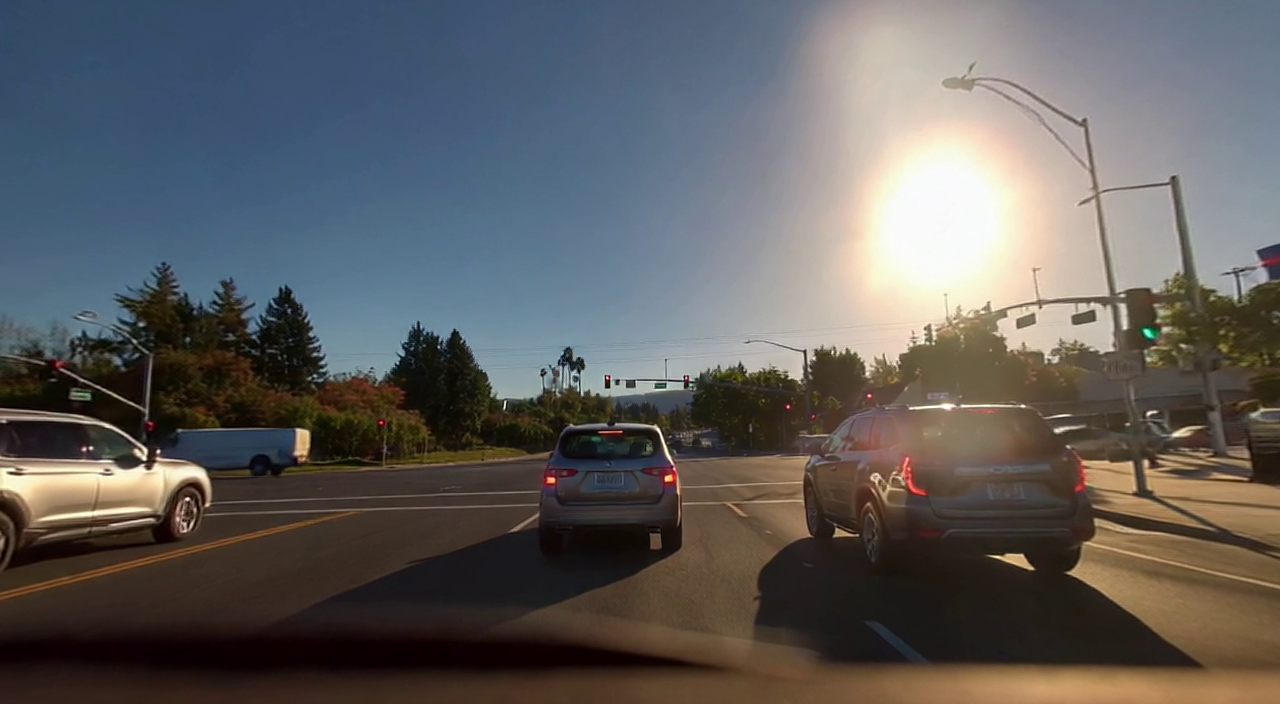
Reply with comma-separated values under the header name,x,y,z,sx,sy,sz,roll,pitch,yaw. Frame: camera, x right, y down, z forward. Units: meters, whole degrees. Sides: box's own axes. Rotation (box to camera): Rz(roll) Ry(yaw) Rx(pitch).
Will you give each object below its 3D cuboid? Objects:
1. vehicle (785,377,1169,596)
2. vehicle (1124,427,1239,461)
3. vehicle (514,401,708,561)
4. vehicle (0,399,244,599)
name,x,y,z,sx,sy,sz,roll,pitch,yaw
vehicle,3.257,1.413,7.388,2.083,1.779,4.347,0,-8,0
vehicle,24.281,4.125,28.310,4.007,1.420,1.719,2,-8,-12
vehicle,-0.282,1.674,8.801,2.067,1.702,3.987,0,-8,1
vehicle,-6.732,1.443,6.479,2.011,1.774,4.866,0,-8,2
